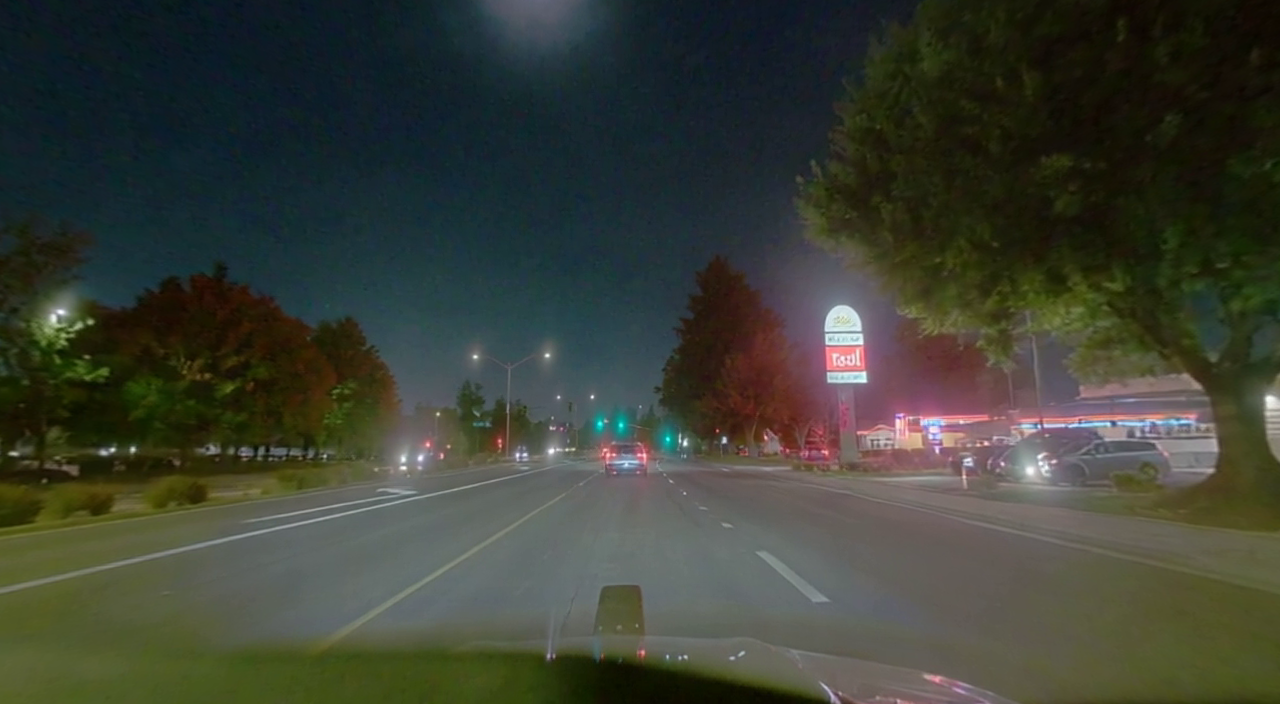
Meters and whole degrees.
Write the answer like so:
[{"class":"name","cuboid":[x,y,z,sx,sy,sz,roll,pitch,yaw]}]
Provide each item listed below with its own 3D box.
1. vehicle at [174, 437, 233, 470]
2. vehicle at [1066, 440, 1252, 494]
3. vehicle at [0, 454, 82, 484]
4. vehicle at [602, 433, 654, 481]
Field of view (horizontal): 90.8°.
[{"class":"vehicle","cuboid":[-32.826,7.625,47.732,2.818,2.313,5.508,5,-10,-27]},{"class":"vehicle","cuboid":[16.462,3.645,20.227,4.290,1.617,1.751,0,-8,2]},{"class":"vehicle","cuboid":[-33.732,6.426,34.871,4.154,1.578,1.771,0,-8,1]},{"class":"vehicle","cuboid":[-0.519,4.623,28.023,2.096,1.961,4.259,0,-8,-1]}]
